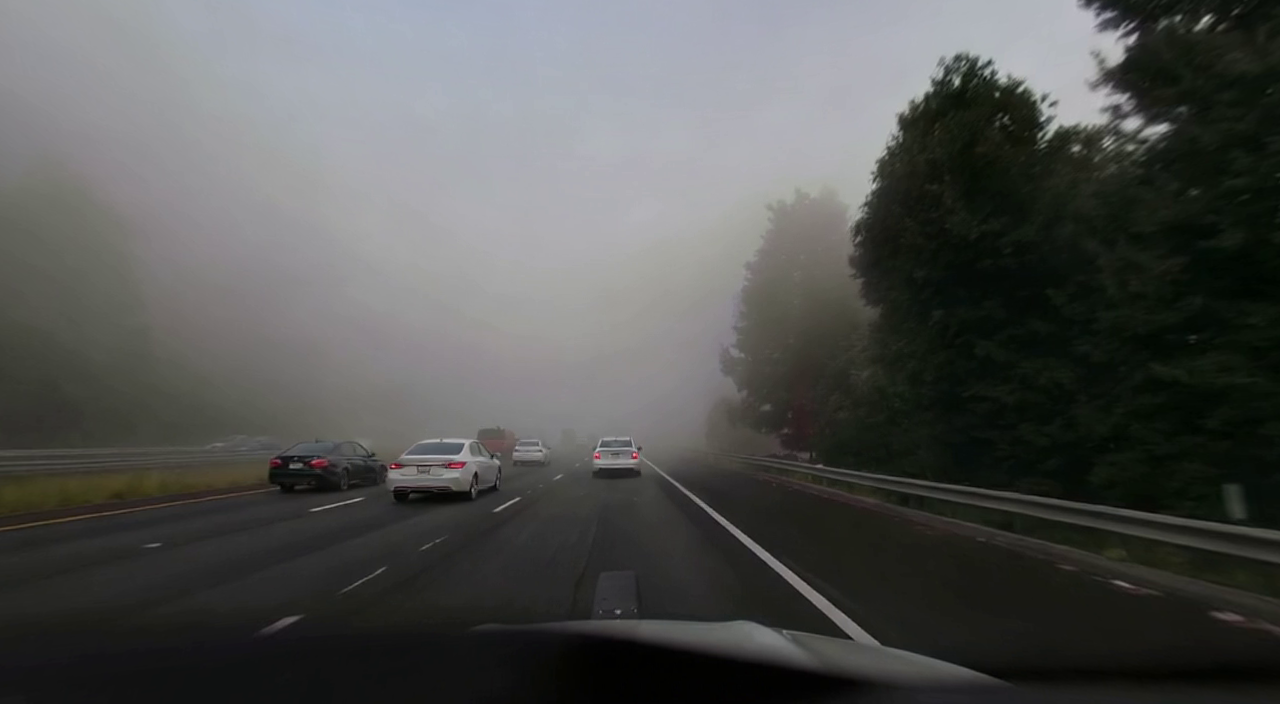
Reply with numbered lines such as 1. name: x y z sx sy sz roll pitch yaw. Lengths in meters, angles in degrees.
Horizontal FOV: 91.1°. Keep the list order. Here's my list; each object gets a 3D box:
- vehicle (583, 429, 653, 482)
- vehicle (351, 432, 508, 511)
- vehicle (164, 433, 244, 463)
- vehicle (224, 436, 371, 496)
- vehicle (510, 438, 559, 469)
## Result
1. vehicle: -0.738 3.526 21.773 2.178 1.658 3.916 0 -8 -1
2. vehicle: -4.393 2.526 13.966 1.971 1.464 4.386 0 -8 0
3. vehicle: -25.650 5.638 37.133 1.887 1.644 4.075 0 -8 -2
4. vehicle: -9.293 3.074 17.460 1.850 1.439 3.932 0 -8 0
5. vehicle: -5.307 5.124 31.959 1.835 1.432 3.835 0 -8 0
